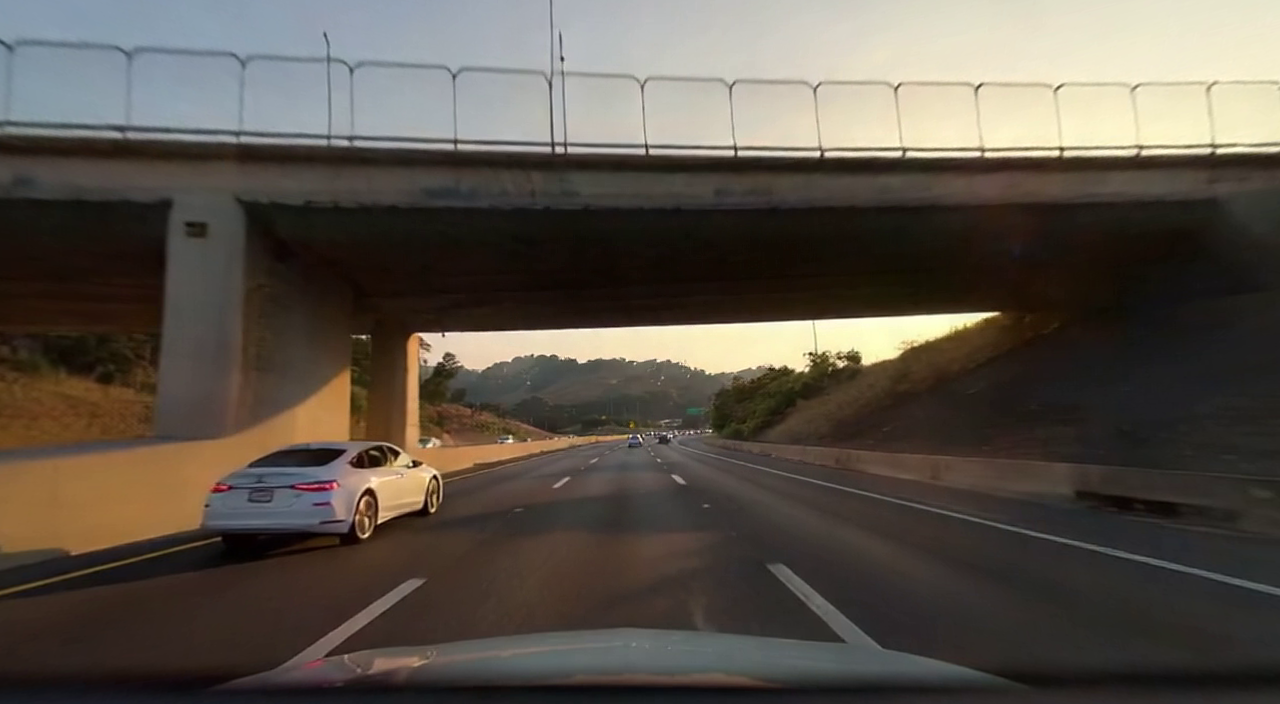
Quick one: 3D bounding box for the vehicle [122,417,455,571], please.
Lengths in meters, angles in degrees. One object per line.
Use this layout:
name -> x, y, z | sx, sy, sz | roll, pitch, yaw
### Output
vehicle -> -4.009, 1.649, 8.195 | 1.981, 1.475, 4.084 | 0, -8, 0
